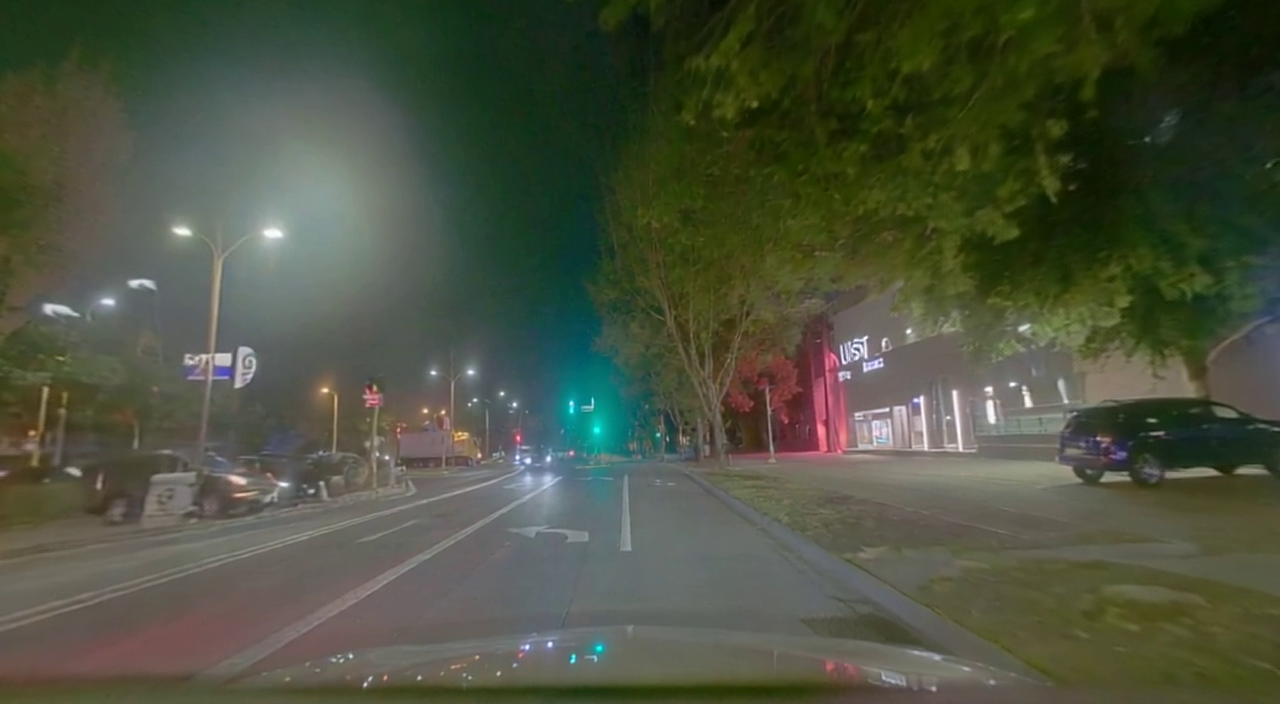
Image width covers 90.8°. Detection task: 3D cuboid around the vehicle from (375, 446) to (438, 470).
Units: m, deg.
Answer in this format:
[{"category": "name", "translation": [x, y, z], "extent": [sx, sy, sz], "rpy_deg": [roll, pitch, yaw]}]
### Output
[{"category": "vehicle", "translation": [-17.945, 8.168, 48.789], "extent": [2.101, 1.721, 4.587], "rpy_deg": [-3, -9, 18]}]

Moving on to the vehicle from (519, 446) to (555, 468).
[{"category": "vehicle", "translation": [-7.389, 7.596, 45.819], "extent": [1.899, 1.517, 4.384], "rpy_deg": [0, -8, 0]}]

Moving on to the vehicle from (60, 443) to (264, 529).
[{"category": "vehicle", "translation": [-12.782, 3.536, 17.349], "extent": [2.000, 2.008, 4.287], "rpy_deg": [-1, -8, 3]}]

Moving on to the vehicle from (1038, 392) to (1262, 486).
[{"category": "vehicle", "translation": [12.649, 2.240, 16.170], "extent": [2.112, 2.050, 4.327], "rpy_deg": [-1, -8, 2]}]
